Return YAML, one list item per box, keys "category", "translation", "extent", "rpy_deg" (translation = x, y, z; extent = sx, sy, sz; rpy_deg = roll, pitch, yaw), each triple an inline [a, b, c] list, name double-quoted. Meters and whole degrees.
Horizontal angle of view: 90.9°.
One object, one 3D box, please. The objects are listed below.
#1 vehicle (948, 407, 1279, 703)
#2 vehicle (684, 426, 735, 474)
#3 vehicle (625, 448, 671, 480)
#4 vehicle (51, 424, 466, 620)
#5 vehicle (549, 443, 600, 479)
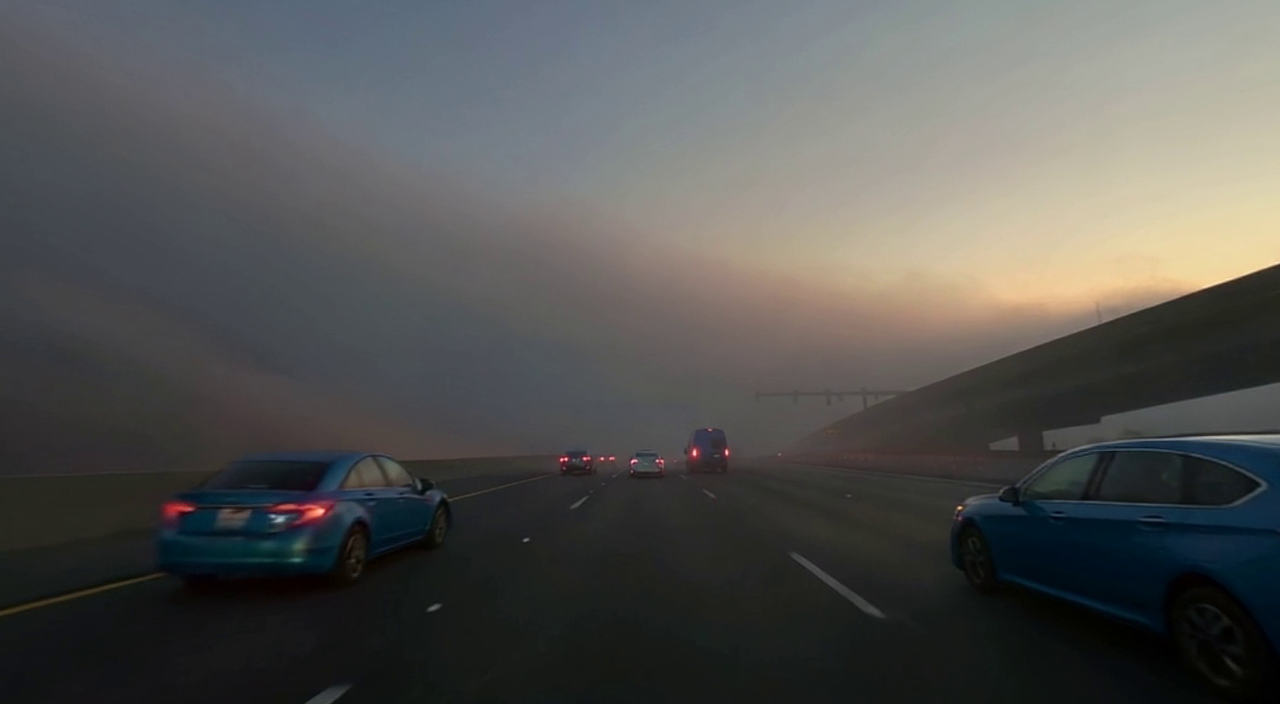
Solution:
- category: "vehicle"
  translation: [4.158, 1.201, 4.063]
  extent: [2.085, 1.558, 4.466]
  rpy_deg: [0, -8, 0]
- category: "vehicle"
  translation: [4.229, 6.113, 39.605]
  extent: [2.436, 2.745, 6.607]
  rpy_deg: [0, -8, 0]
- category: "vehicle"
  translation: [0.369, 5.541, 31.540]
  extent: [2.174, 1.467, 4.005]
  rpy_deg: [0, -8, 0]
- category: "vehicle"
  translation: [-3.644, 1.667, 7.118]
  extent: [2.137, 1.562, 3.926]
  rpy_deg: [0, -8, 1]
- category: "vehicle"
  translation: [-3.372, 5.687, 33.227]
  extent: [2.078, 1.706, 4.298]
  rpy_deg: [-1, -8, 2]
